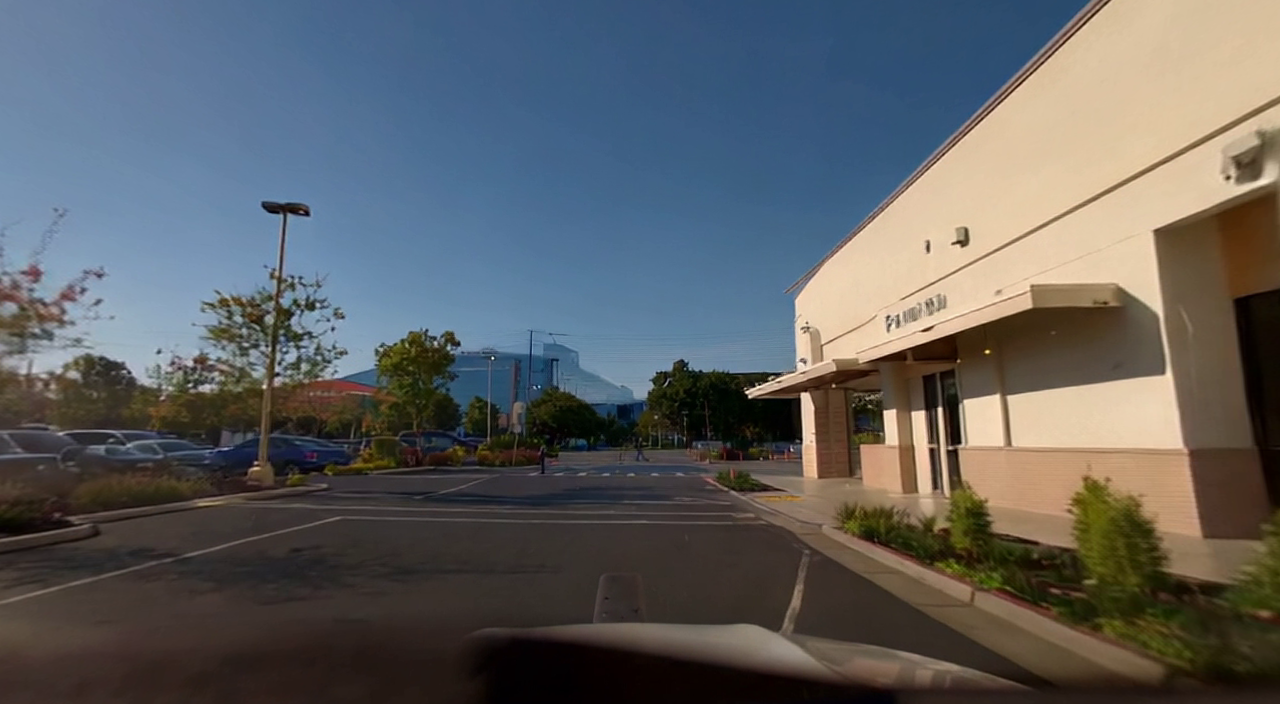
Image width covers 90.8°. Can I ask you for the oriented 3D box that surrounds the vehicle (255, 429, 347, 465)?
[{"bbox_3d":[-16.072,4.545,30.226,1.928,1.613,4.197,0,-9,2],"label":"vehicle"}]

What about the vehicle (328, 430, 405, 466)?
[{"bbox_3d":[-13.133,4.648,30.633,1.892,1.597,4.259,0,-9,-2],"label":"vehicle"}]

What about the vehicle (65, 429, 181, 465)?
[{"bbox_3d":[-24.501,4.516,30.152,1.773,1.498,4.085,3,-8,5],"label":"vehicle"}]

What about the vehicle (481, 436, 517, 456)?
[{"bbox_3d":[-10.784,7.214,48.469,1.968,1.473,4.493,1,-9,-3],"label":"vehicle"}]

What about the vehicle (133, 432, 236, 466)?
[{"bbox_3d":[-21.532,4.600,30.075,1.909,1.474,3.908,0,-9,2],"label":"vehicle"}]

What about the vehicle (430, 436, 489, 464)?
[{"bbox_3d":[-10.397,5.664,36.798,1.891,1.464,4.646,2,-8,2],"label":"vehicle"}]

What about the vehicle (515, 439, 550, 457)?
[{"bbox_3d":[-8.350,7.474,49.407,1.898,1.335,3.869,0,-9,2],"label":"vehicle"}]

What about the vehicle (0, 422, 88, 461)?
[{"bbox_3d":[-29.535,4.333,30.375,1.842,1.713,4.411,0,-9,2],"label":"vehicle"}]

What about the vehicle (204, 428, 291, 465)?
[{"bbox_3d":[-18.782,4.544,30.422,1.902,1.645,3.903,1,-8,-5],"label":"vehicle"}]
